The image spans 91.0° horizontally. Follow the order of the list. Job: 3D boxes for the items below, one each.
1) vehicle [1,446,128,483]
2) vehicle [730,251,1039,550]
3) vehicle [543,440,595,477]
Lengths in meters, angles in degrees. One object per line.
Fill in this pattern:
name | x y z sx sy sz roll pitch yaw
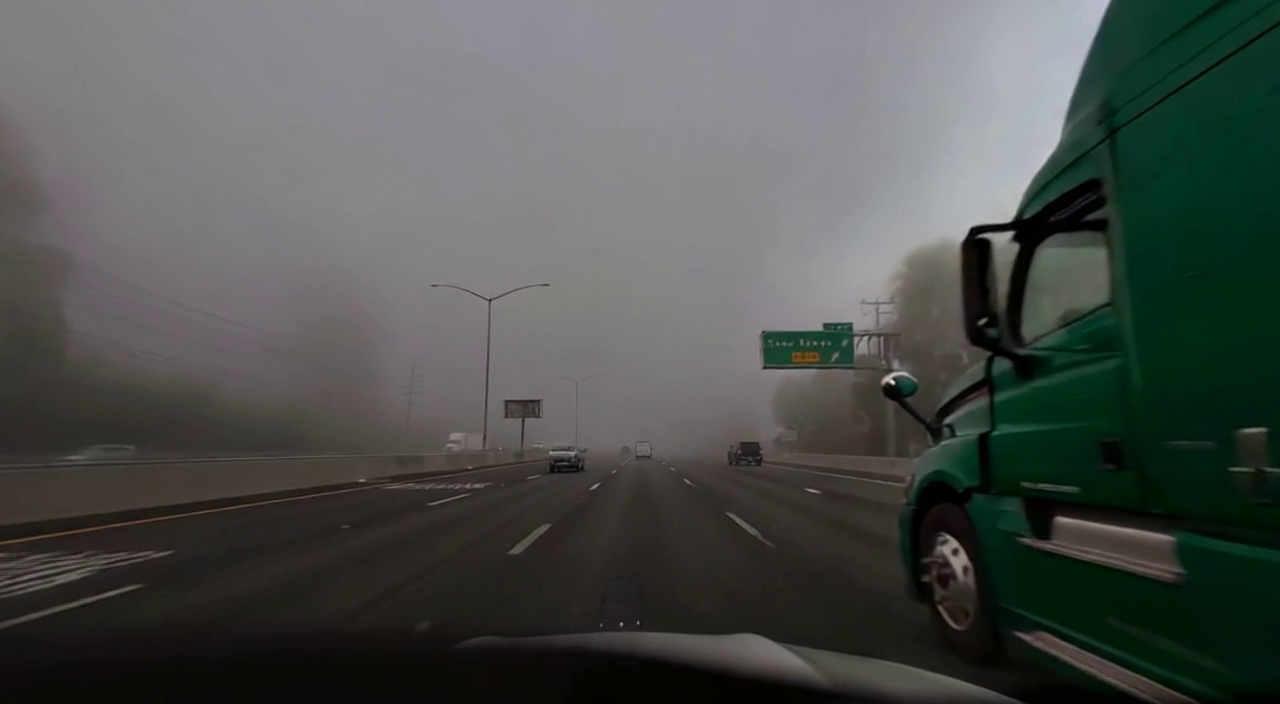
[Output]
vehicle | -24.950 4.857 27.502 1.858 1.516 3.827 0 -9 1
vehicle | 3.743 1.122 12.109 3.042 4.037 7.253 0 -9 1
vehicle | -3.367 5.145 30.556 2.000 1.658 4.155 0 -9 1
